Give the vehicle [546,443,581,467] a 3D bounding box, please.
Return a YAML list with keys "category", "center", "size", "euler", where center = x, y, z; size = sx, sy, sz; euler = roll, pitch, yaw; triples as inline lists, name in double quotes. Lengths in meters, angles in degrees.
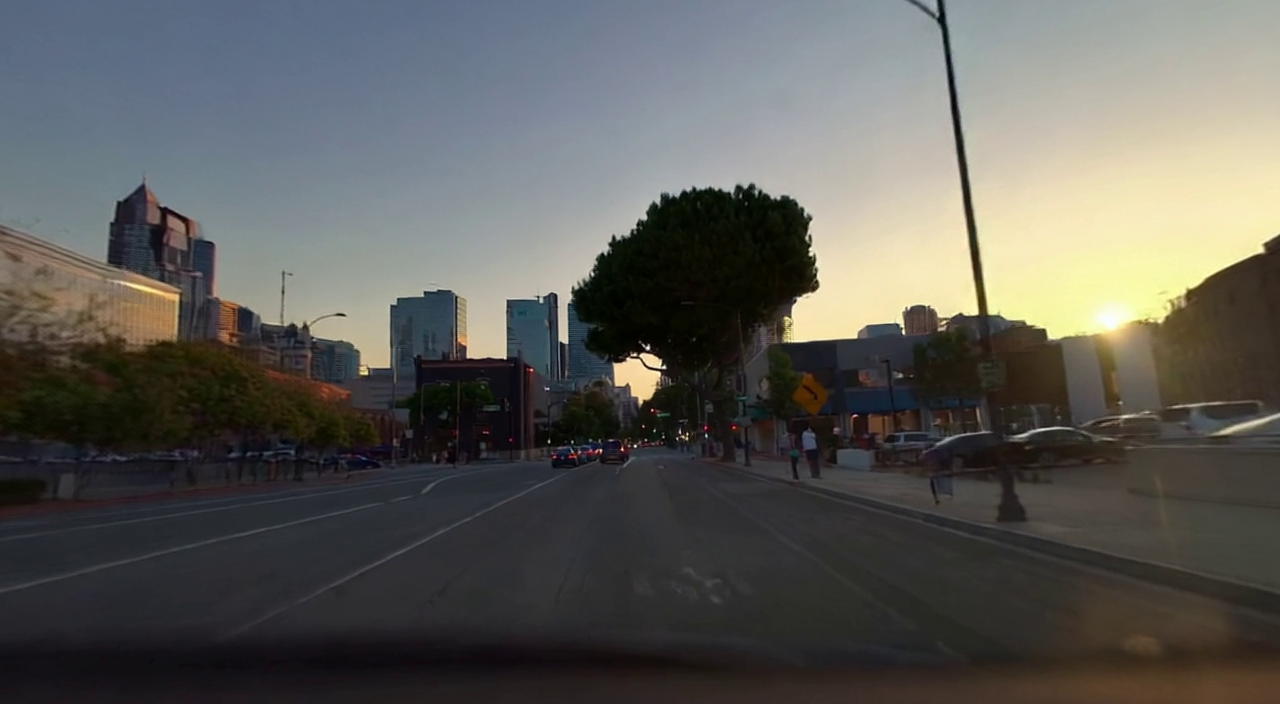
- category: "vehicle"
  center: [-5.299, 7.201, 44.244]
  size: [1.889, 1.572, 3.599]
  euler: [0, -8, 1]
